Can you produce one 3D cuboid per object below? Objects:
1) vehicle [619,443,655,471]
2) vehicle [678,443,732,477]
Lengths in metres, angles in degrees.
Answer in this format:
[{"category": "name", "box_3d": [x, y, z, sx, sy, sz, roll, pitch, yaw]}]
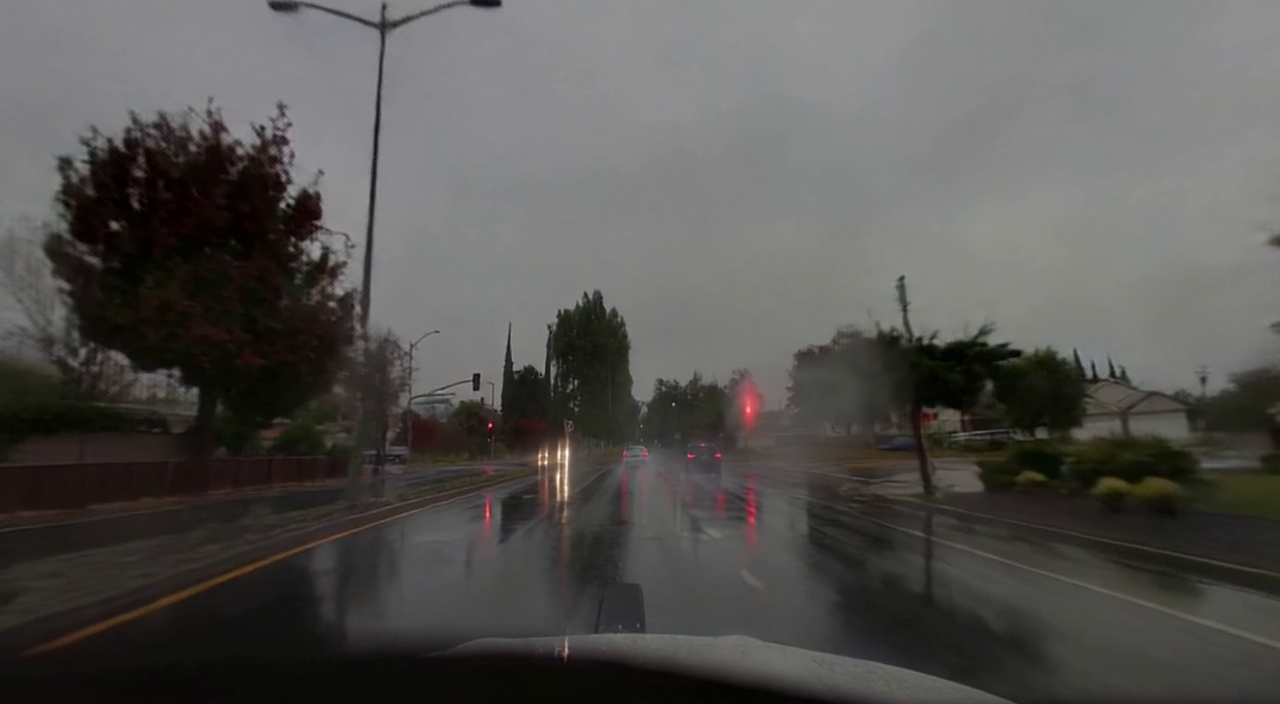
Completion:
[{"category": "vehicle", "box_3d": [-0.150, 6.199, 37.504, 2.018, 1.511, 3.993, 0, -8, 0]}, {"category": "vehicle", "box_3d": [3.038, 5.124, 30.351, 2.057, 1.496, 4.401, 0, -8, -1]}]
